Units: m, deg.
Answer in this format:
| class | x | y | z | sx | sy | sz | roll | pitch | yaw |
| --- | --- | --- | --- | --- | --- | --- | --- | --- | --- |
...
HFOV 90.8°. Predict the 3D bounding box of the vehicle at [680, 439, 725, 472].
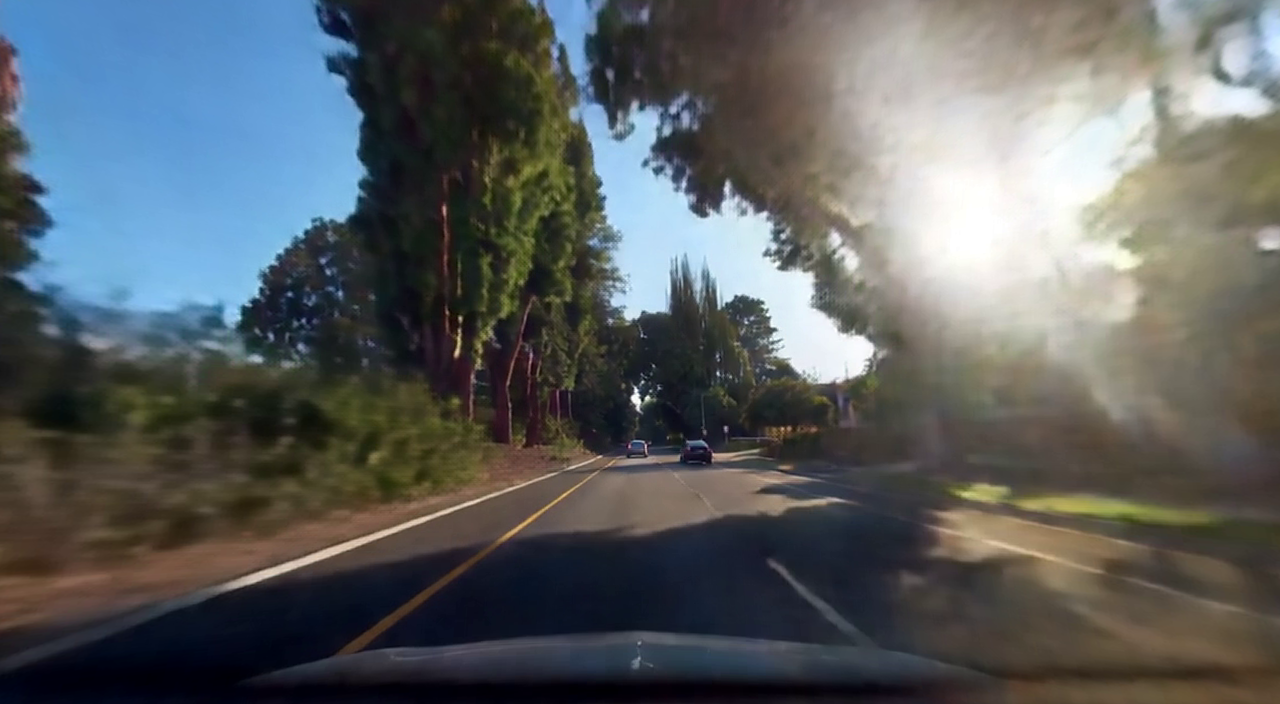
| class | x | y | z | sx | sy | sz | roll | pitch | yaw |
| --- | --- | --- | --- | --- | --- | --- | --- | --- | --- |
| vehicle | 3.332 | 5.601 | 34.386 | 1.888 | 1.640 | 4.044 | 0 | -8 | -2 |
